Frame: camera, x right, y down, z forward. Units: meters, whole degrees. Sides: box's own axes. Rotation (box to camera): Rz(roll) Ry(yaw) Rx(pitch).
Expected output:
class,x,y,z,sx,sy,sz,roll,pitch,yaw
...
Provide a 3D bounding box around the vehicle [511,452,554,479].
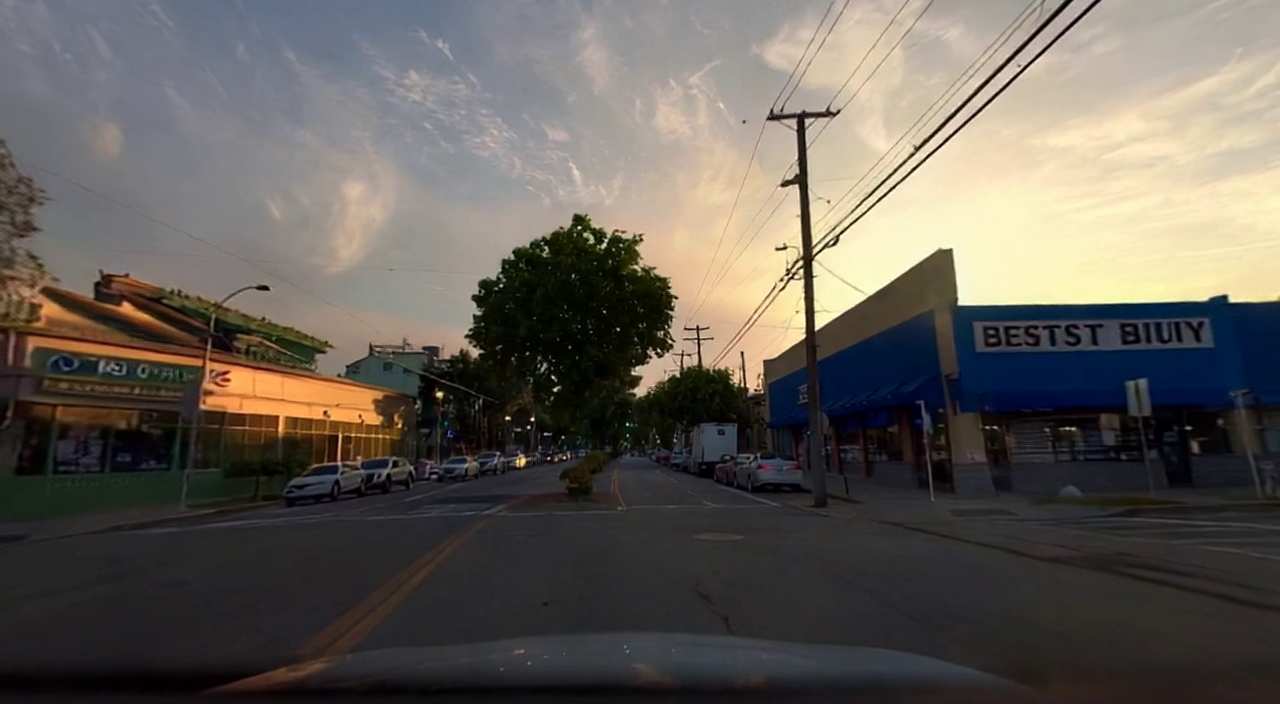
class,x,y,z,sx,sy,sz,roll,pitch,yaw
vehicle,-6.472,6.844,38.401,1.845,1.469,4.413,0,-9,0

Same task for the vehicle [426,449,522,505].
class,x,y,z,sx,sy,sz,roll,pitch,yaw
vehicle,-4.972,3.776,19.550,2.050,1.505,4.219,0,-9,-4

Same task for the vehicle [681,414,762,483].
class,x,y,z,sx,sy,sz,roll,pitch,yaw
vehicle,4.078,5.105,33.521,2.815,3.203,7.558,0,-9,-3

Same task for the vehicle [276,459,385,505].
class,x,y,z,sx,sy,sz,roll,pitch,yaw
vehicle,-11.351,4.760,23.537,1.978,1.452,4.263,0,-9,-1

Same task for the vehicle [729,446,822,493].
class,x,y,z,sx,sy,sz,roll,pitch,yaw
vehicle,5.167,4.545,24.797,1.963,1.646,4.204,2,-9,-12

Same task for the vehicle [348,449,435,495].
class,x,y,z,sx,sy,sz,roll,pitch,yaw
vehicle,-11.335,5.456,29.240,2.072,1.818,4.951,-3,-9,0
